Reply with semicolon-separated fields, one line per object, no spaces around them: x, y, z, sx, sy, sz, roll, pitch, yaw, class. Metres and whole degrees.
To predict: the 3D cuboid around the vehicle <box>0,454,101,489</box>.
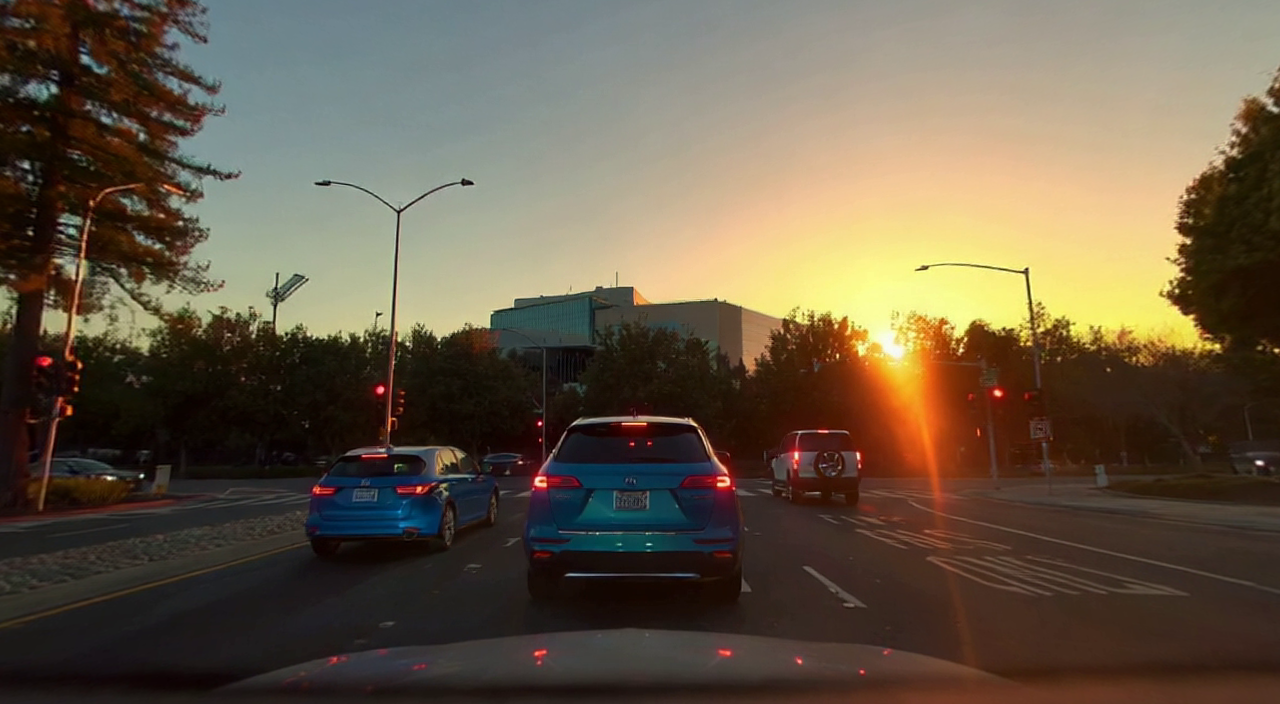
-27.015;5.290;27.974;4.198;1.444;1.765;2;-9;-16;vehicle

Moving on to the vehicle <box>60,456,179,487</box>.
-25.990;5.950;31.604;4.140;1.444;1.742;2;-9;-15;vehicle

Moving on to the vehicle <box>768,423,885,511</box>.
4.801;3.005;16.913;2.084;2.053;4.073;-1;-8;4;vehicle

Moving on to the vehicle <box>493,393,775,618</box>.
-0.041;1.524;7.170;2.203;1.757;4.286;0;-8;0;vehicle

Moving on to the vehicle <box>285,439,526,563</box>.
-3.206;2.099;9.764;1.913;1.453;4.413;0;-8;2;vehicle
